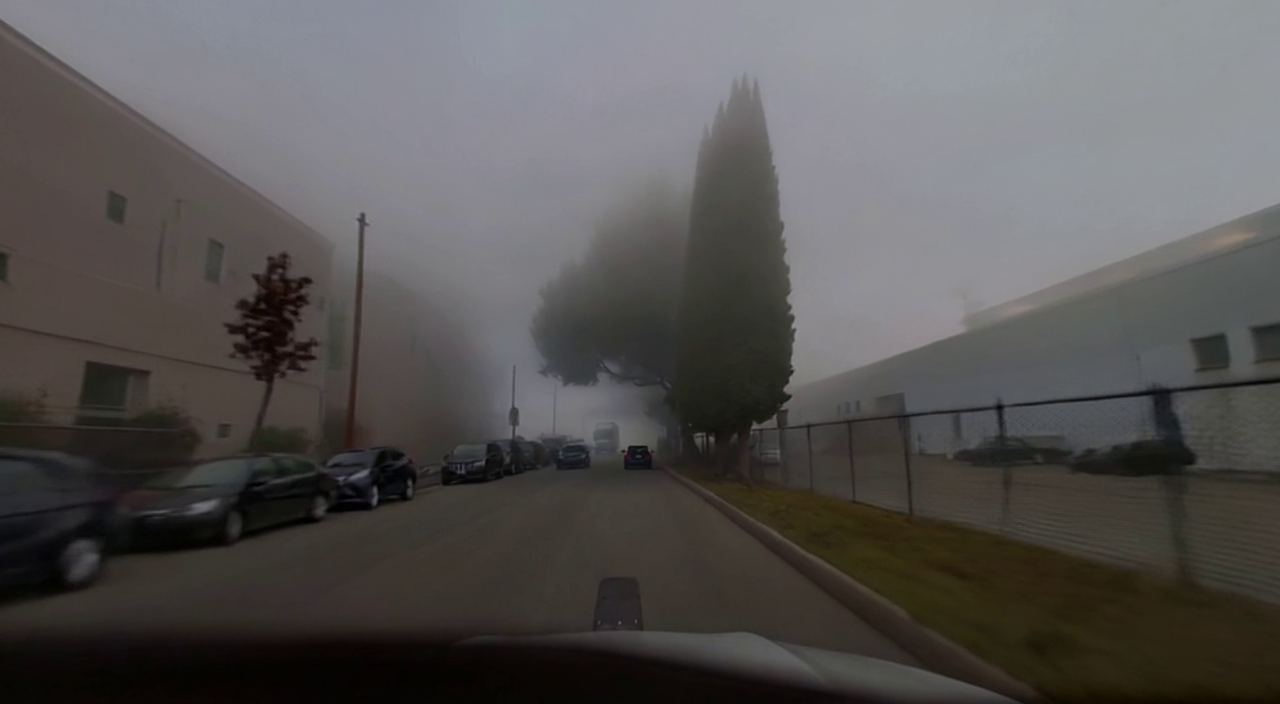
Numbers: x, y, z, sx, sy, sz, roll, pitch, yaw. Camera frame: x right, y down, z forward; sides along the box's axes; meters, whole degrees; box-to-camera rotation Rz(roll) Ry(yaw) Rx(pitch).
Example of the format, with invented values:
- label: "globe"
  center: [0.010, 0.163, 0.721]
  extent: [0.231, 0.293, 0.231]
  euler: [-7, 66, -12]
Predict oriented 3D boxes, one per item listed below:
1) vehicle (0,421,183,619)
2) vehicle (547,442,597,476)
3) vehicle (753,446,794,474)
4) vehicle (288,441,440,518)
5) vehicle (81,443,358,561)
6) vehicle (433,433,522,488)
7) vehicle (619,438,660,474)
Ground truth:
- label: "vehicle"
  center: [-6.326, 1.393, 5.199]
  extent: [1.926, 1.647, 4.185]
  euler: [0, -8, 0]
- label: "vehicle"
  center: [-3.610, 5.768, 34.223]
  extent: [2.157, 1.703, 4.310]
  euler: [0, -8, 1]
- label: "vehicle"
  center: [8.332, 6.769, 39.661]
  extent: [1.874, 1.669, 4.083]
  euler: [0, -9, 3]
- label: "vehicle"
  center: [-6.373, 2.941, 15.151]
  extent: [1.799, 1.579, 4.048]
  euler: [0, -8, 0]
- label: "vehicle"
  center: [-6.311, 2.224, 10.146]
  extent: [1.768, 1.489, 3.945]
  euler: [0, -8, -1]
- label: "vehicle"
  center: [-6.412, 4.396, 25.604]
  extent: [2.139, 1.943, 5.295]
  euler: [-1, -10, 1]
- label: "vehicle"
  center: [-0.004, 5.837, 35.600]
  extent: [2.152, 1.874, 4.042]
  euler: [0, -8, 1]
